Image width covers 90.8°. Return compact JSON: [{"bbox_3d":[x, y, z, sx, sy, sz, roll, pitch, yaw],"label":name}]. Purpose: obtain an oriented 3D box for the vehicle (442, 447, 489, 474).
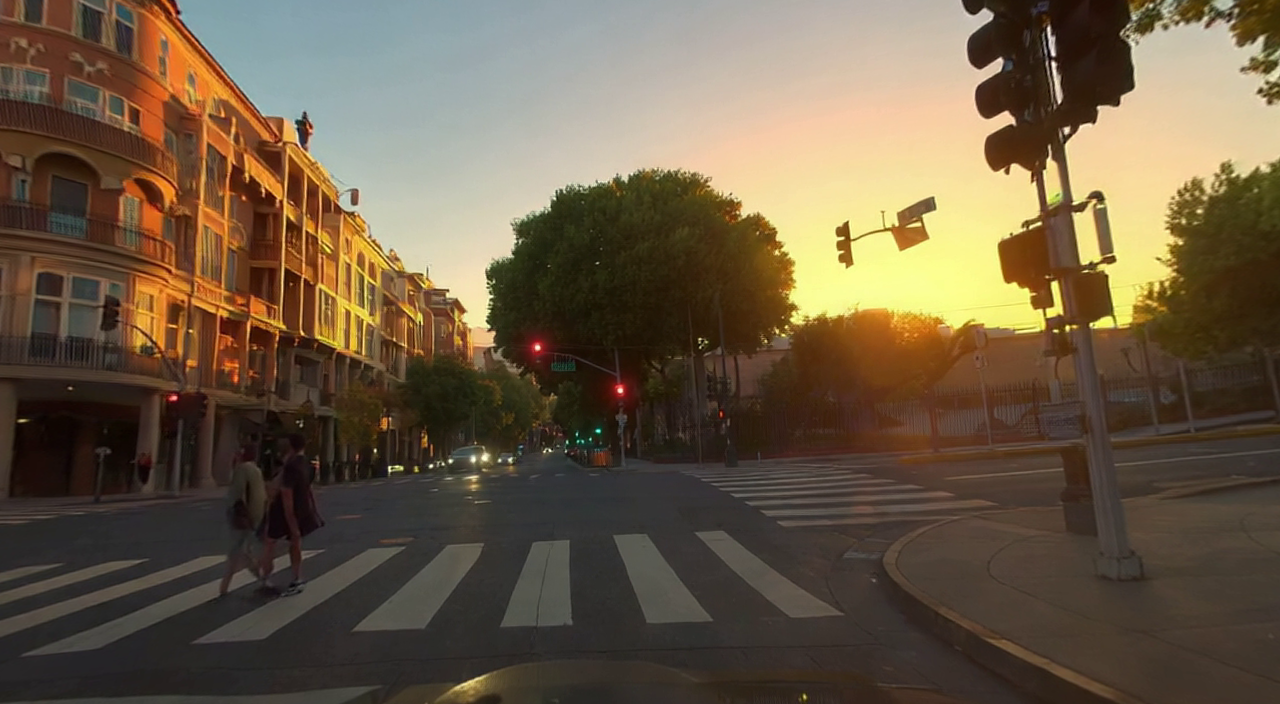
[{"bbox_3d":[-10.444,6.476,38.107,2.196,1.503,4.371,1,-9,-8],"label":"vehicle"}]
